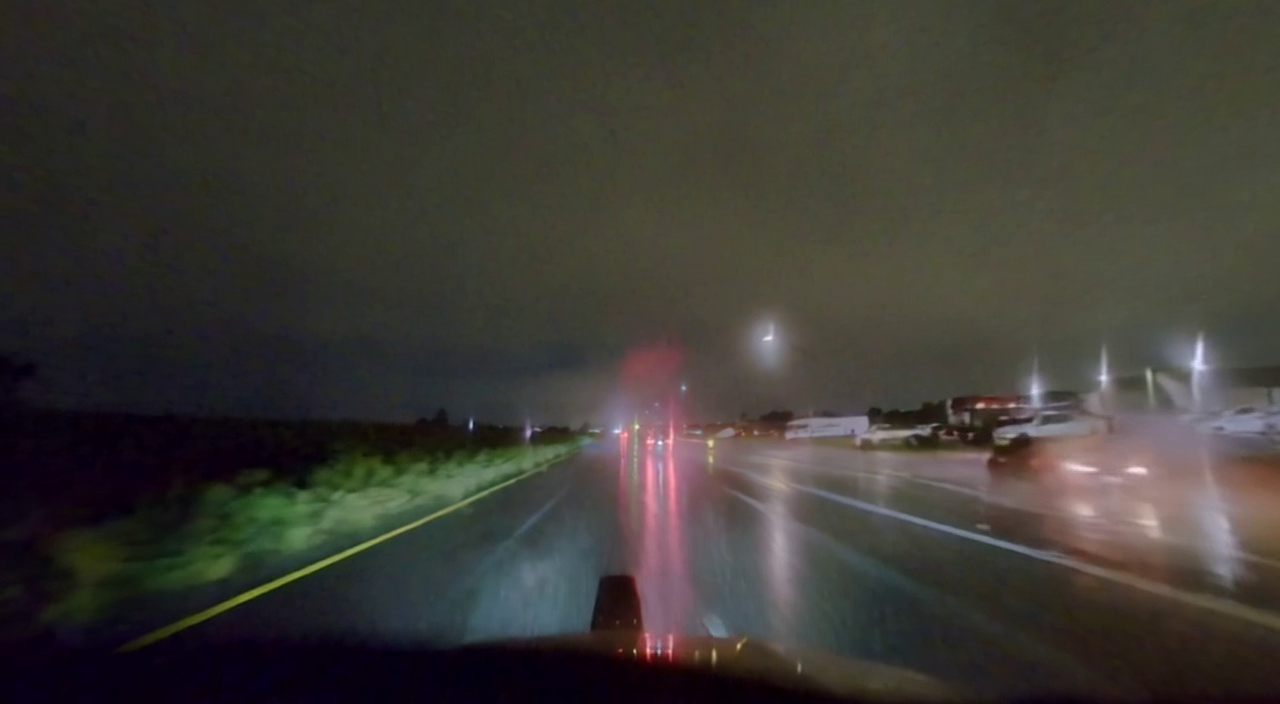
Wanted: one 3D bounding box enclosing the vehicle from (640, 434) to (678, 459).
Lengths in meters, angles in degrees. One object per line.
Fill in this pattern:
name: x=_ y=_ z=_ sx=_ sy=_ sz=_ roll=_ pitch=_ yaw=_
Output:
vehicle: x=1.137 y=5.843 z=39.081 sx=2.037 sy=1.504 sz=4.248 roll=0 pitch=-8 yaw=-2
